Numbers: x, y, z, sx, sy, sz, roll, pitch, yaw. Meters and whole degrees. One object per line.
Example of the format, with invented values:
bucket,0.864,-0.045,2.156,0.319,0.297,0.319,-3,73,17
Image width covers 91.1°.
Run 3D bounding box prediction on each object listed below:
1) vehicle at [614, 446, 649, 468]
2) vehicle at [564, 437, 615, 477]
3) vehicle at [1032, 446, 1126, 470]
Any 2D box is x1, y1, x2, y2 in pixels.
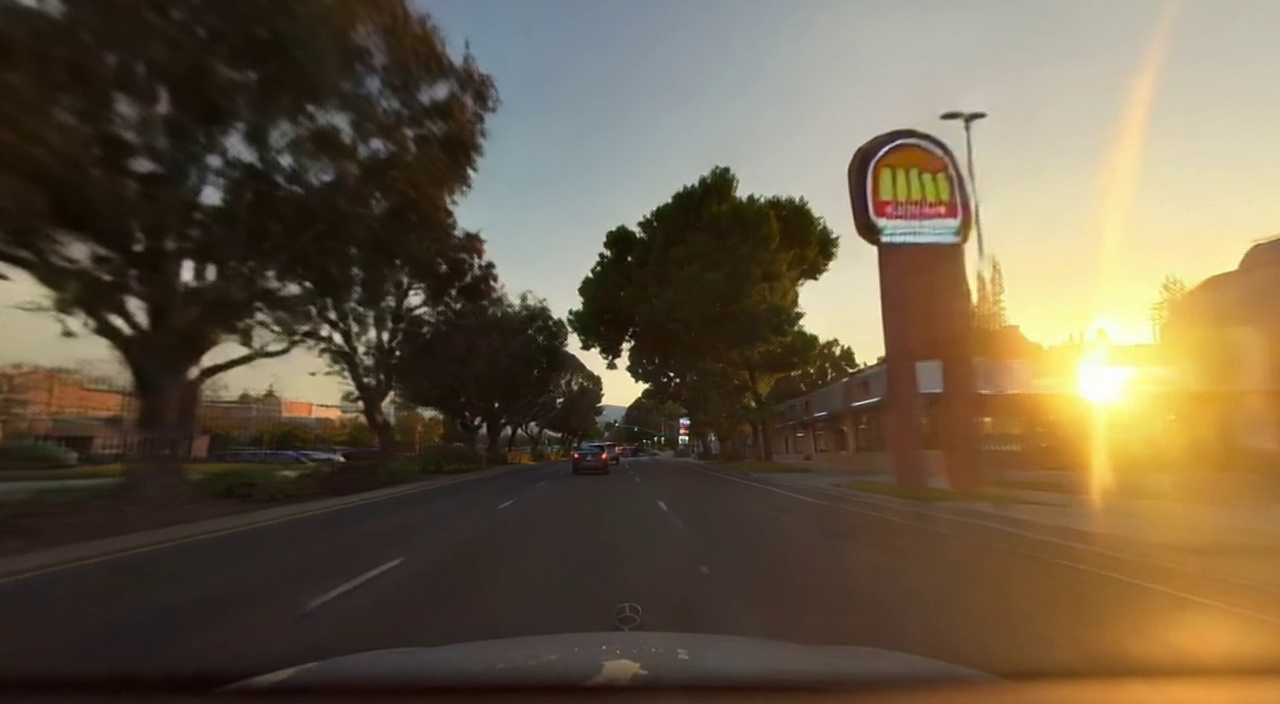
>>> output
vehicle,-0.657,7.396,44.506,2.113,1.446,4.309,1,-8,-6
vehicle,-2.510,5.402,32.555,2.222,1.899,5.006,0,-8,0
vehicle,26.689,6.416,38.248,4.375,1.400,2.017,1,-8,-6
